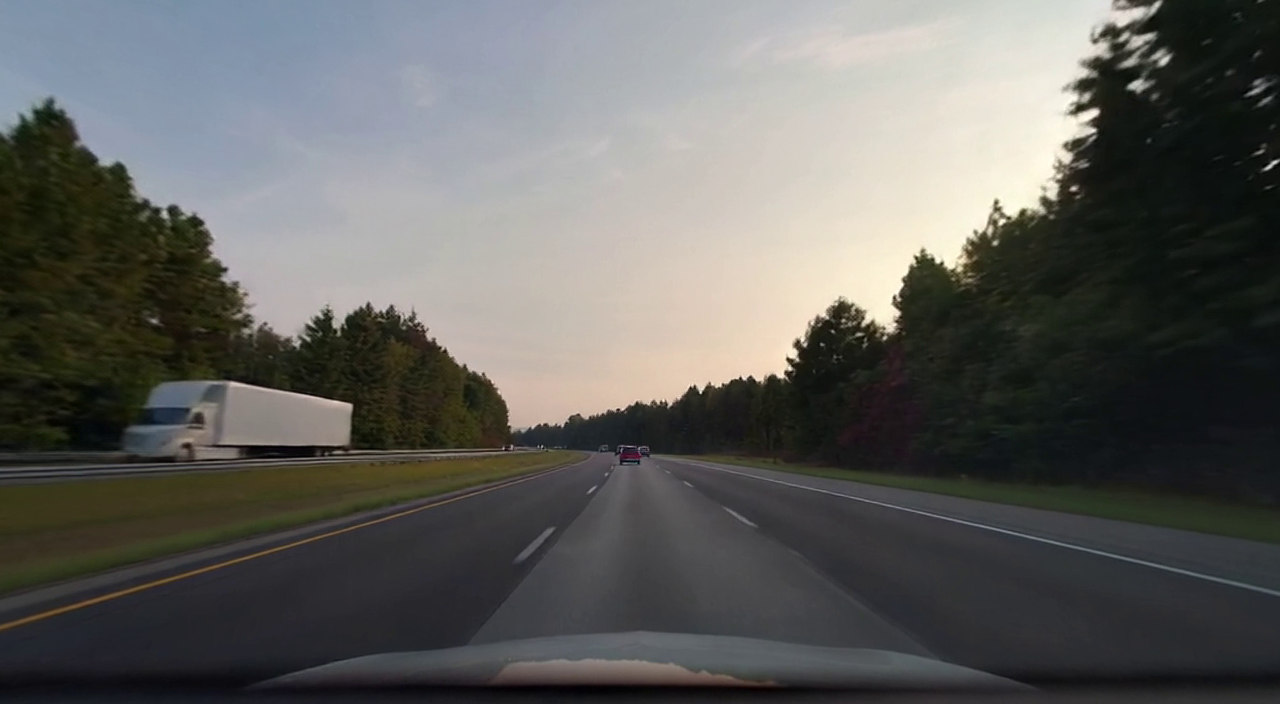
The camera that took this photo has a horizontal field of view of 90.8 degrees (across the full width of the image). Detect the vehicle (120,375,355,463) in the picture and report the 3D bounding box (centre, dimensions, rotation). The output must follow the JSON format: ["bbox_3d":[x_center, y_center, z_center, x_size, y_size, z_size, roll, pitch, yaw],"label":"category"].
[{"bbox_3d":[-22.662,4.430,38.055,3.487,4.111,16.787,0,-9,-1],"label":"vehicle"}]
